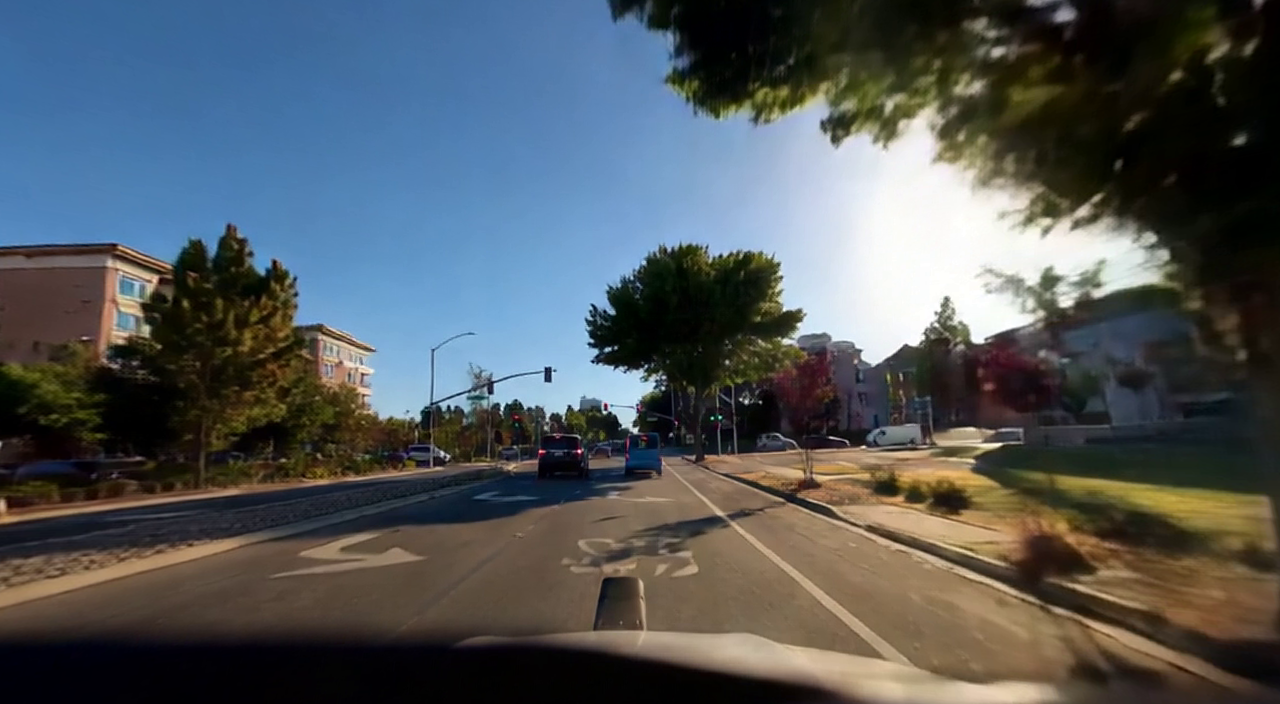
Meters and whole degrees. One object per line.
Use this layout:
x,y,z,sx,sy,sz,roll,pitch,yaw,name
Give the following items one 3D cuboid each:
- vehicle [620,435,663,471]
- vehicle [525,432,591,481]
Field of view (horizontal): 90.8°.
0.031,5.232,32.945,2.088,1.735,4.801,0,-8,-1,vehicle
-3.154,4.128,25.216,2.097,1.755,4.336,0,-8,0,vehicle
